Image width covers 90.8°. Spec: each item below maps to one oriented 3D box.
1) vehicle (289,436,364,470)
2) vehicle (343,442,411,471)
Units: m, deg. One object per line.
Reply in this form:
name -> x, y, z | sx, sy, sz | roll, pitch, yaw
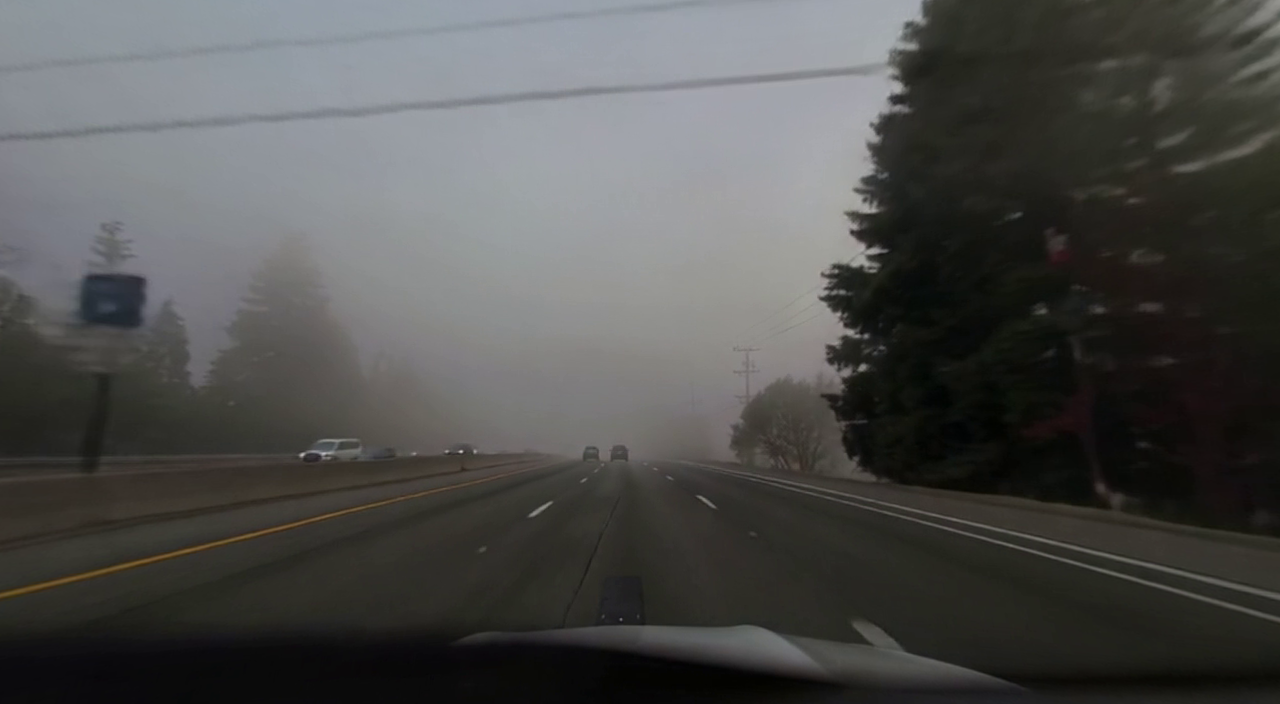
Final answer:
vehicle -> -18.655, 6.029, 37.876 | 2.078, 1.862, 4.871 | 0, -8, -1
vehicle -> -14.701, 5.851, 35.608 | 1.967, 1.478, 4.600 | 0, -8, -1
